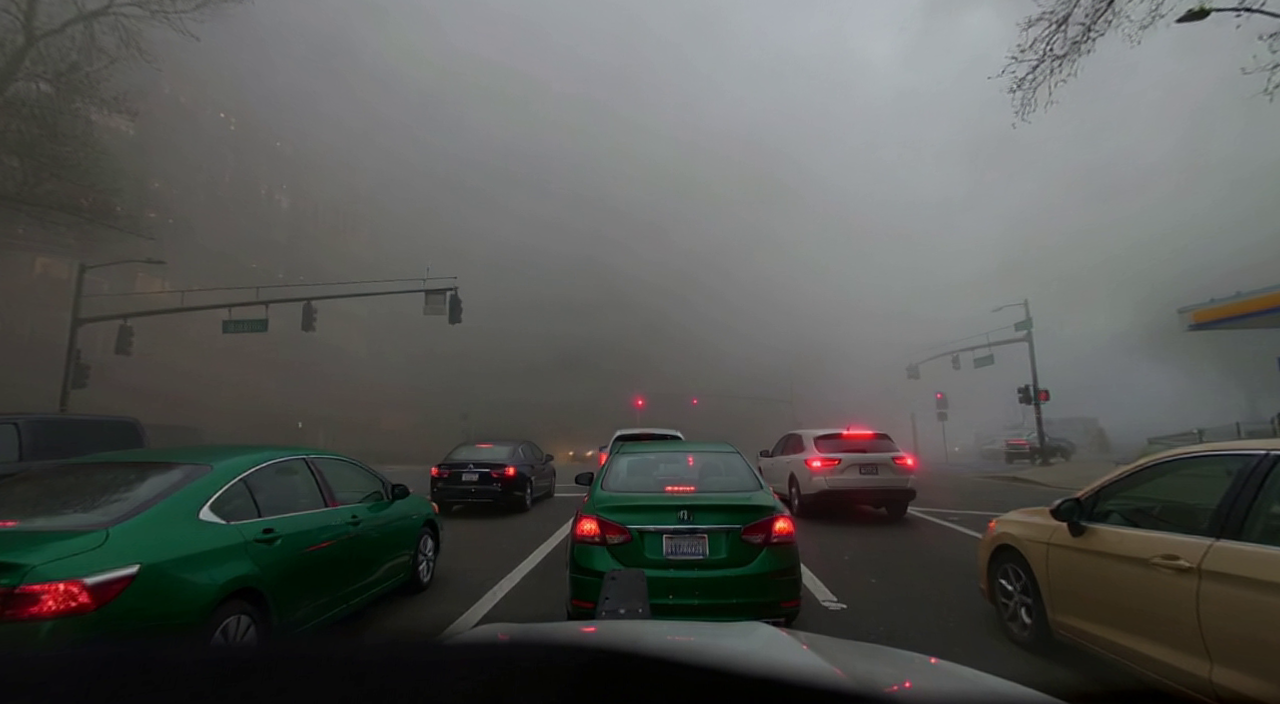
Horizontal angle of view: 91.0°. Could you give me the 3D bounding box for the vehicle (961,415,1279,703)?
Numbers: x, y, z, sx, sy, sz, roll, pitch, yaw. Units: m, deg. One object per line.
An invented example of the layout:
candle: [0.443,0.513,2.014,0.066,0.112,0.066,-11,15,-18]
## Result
vehicle: [4.167,1.144,3.643,1.950,1.497,4.686,0,-9,-3]

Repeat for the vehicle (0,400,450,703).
vehicle: [-3.017,1.259,4.606,1.887,1.493,4.255,0,-9,0]

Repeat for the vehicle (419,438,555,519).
vehicle: [-3.092,2.640,13.688,1.867,1.474,4.237,0,-9,0]

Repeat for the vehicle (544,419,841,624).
vehicle: [0.336,1.590,6.934,2.220,1.507,4.317,0,-9,-2]

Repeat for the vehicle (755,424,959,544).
vehicle: [3.367,2.129,10.773,1.947,1.630,4.127,0,-9,-1]
